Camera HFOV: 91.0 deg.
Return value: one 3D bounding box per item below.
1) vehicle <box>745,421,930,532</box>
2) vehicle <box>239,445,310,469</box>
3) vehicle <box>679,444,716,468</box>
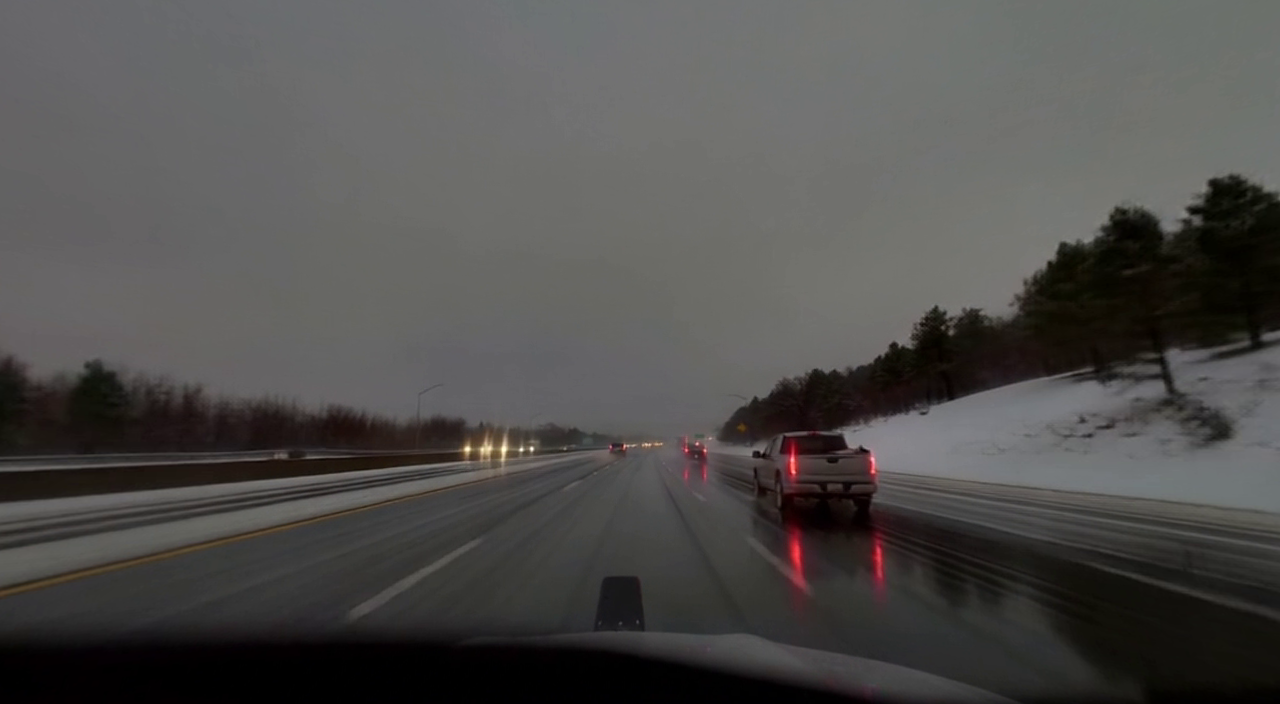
[{"bbox_3d":[3.373,2.224,11.751,2.095,1.668,4.135,0,-9,0],"label":"vehicle"},{"bbox_3d":[-24.420,7.033,42.309,1.863,1.467,4.674,0,-9,2],"label":"vehicle"},{"bbox_3d":[3.715,6.824,41.432,2.047,1.501,4.237,0,-9,0],"label":"vehicle"}]
